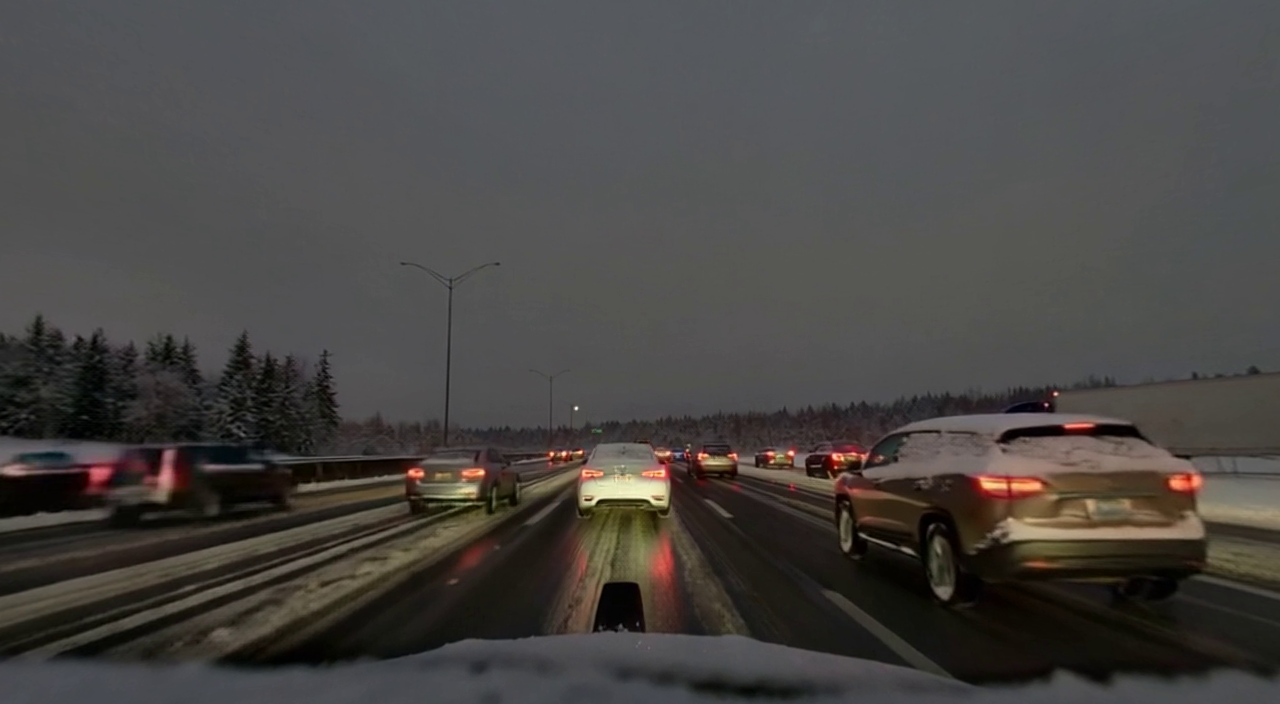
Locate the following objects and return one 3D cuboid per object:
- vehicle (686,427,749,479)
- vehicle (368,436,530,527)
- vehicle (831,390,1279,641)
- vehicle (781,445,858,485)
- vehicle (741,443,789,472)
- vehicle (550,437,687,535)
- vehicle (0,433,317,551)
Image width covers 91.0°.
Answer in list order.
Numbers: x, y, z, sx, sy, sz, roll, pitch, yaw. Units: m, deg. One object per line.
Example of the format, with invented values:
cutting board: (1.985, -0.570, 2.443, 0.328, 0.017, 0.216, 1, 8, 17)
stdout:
vehicle: (3.689, 4.991, 31.108, 2.440, 2.313, 5.266, 0, -9, 0)
vehicle: (-3.688, 2.576, 13.099, 1.926, 1.542, 4.329, 0, -9, 1)
vehicle: (3.596, 1.413, 6.344, 2.053, 1.666, 4.106, 0, -9, 0)
vehicle: (7.400, 4.690, 26.413, 1.942, 1.482, 4.250, 0, -9, -1)
vehicle: (7.598, 6.495, 38.794, 2.055, 1.650, 4.241, 0, -9, -1)
vehicle: (-0.300, 2.401, 11.892, 2.132, 1.499, 4.038, 0, -9, 1)
vehicle: (-7.929, 2.251, 10.910, 2.032, 1.549, 4.850, 0, -9, 1)
